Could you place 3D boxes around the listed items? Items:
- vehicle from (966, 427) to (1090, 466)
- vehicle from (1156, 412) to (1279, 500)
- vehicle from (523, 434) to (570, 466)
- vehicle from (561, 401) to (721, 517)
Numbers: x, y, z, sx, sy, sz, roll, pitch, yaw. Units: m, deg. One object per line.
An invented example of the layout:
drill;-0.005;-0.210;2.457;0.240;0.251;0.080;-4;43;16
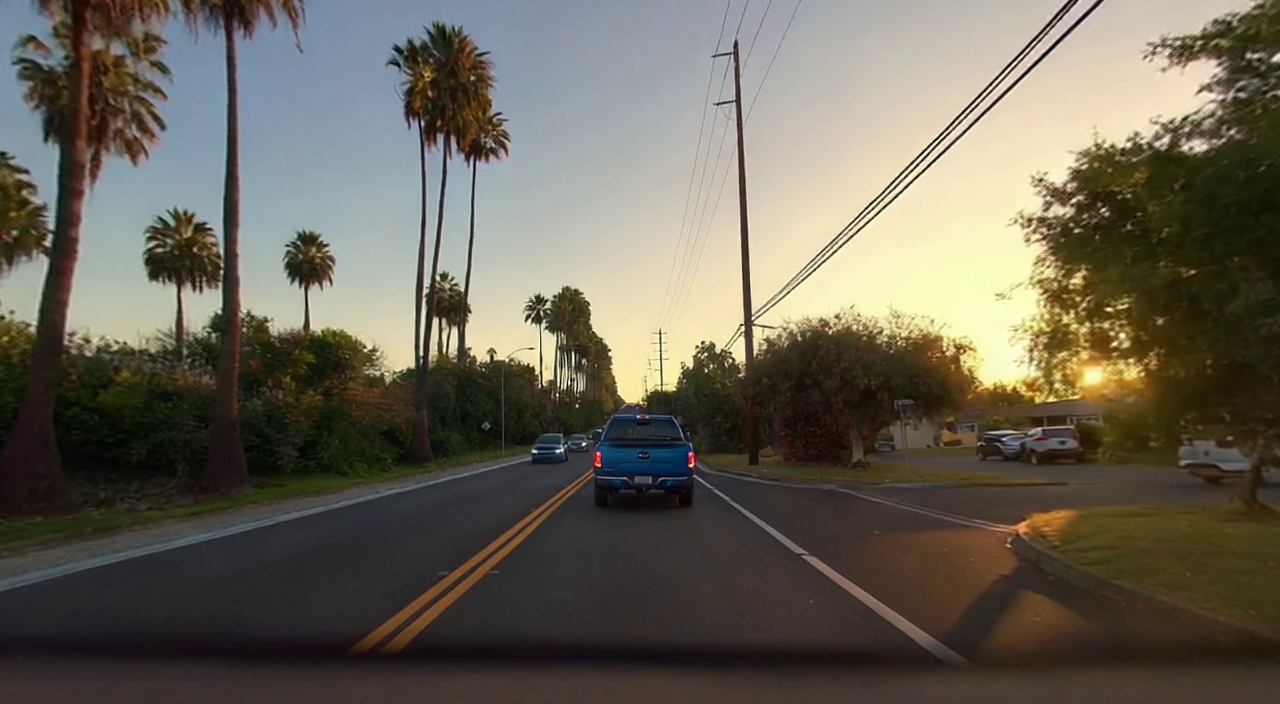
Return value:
vehicle;20.345;5.040;33.625;2.277;1.836;6.267;0;-9;-4
vehicle;16.090;2.630;16.293;2.338;1.917;6.076;-3;-9;20
vehicle;-5.601;5.955;38.459;2.223;1.776;4.614;0;-8;-1
vehicle;0.019;2.352;14.331;2.848;2.047;5.885;0;-8;0
